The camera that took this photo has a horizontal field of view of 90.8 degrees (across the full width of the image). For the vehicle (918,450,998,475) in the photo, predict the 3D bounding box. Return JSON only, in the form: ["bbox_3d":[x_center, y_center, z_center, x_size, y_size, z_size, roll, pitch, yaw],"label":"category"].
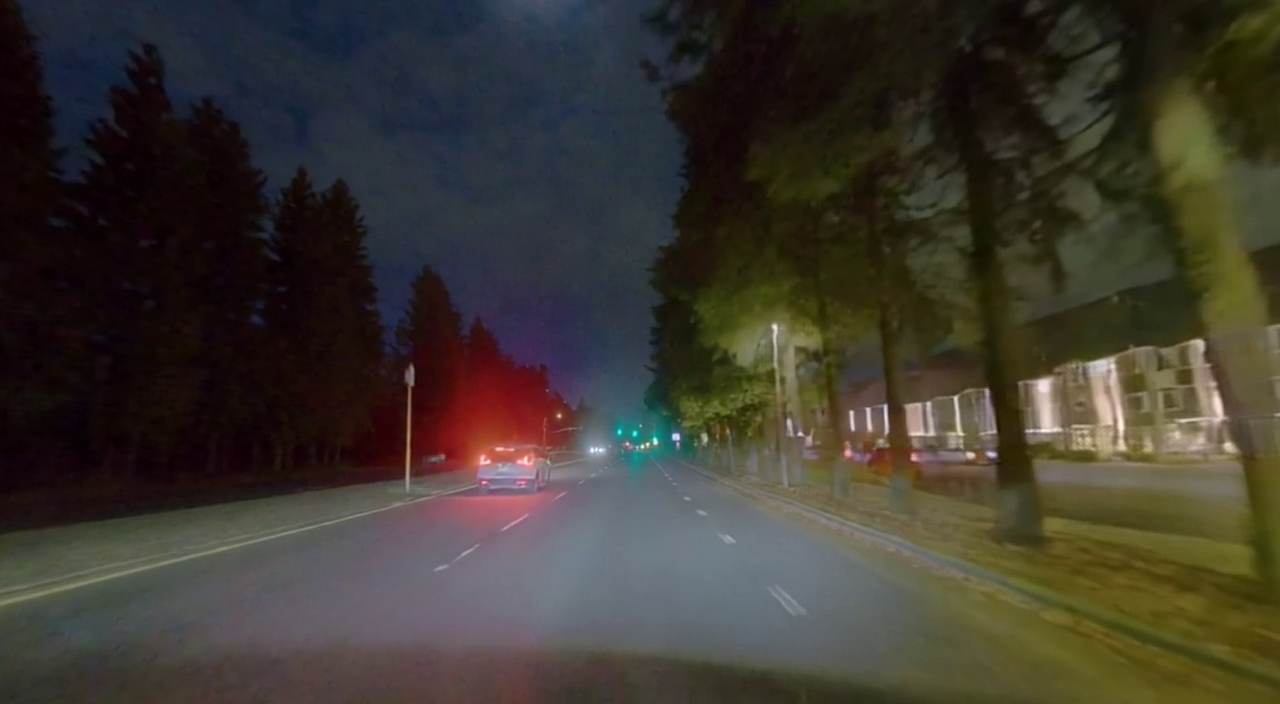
[{"bbox_3d":[19.406,6.719,38.609,3.870,1.459,1.869,1,-9,-7],"label":"vehicle"}]

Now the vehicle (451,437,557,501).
[{"bbox_3d":[-3.623,3.181,17.608,2.030,1.550,3.925,0,-8,1],"label":"vehicle"}]

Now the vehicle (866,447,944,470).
[{"bbox_3d":[18.292,7.338,43.714,4.520,1.557,2.056,1,-9,-7],"label":"vehicle"}]
